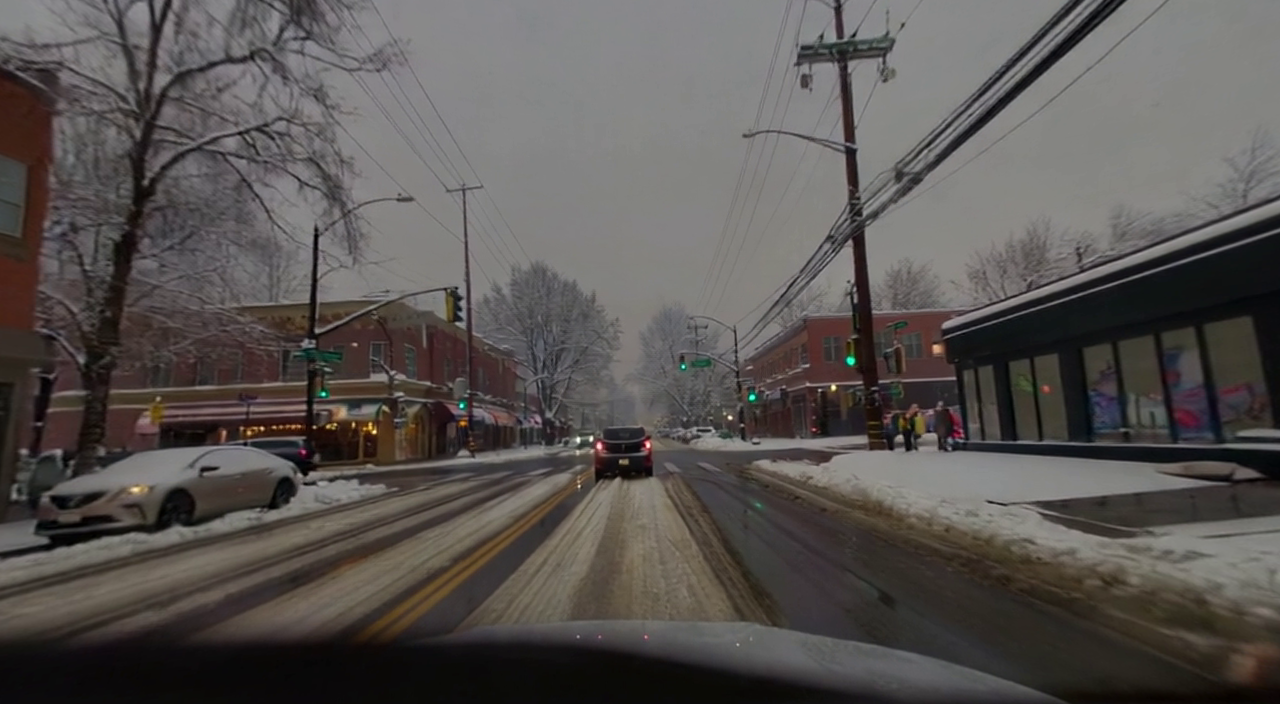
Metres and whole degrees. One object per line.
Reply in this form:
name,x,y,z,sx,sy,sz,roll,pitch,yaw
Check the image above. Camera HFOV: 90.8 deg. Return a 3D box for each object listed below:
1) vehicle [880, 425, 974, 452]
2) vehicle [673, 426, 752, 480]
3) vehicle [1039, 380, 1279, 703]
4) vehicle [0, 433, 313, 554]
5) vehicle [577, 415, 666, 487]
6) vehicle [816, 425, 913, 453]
vehicle,16.298,4.941,36.039,4.428,1.488,1.980,0,-8,1
vehicle,2.294,3.326,21.040,1.998,1.580,4.015,0,-8,-2
vehicle,2.832,0.630,0.501,2.146,1.457,4.439,0,-8,0
vehicle,-9.739,2.806,13.657,2.048,1.985,6.011,1,-8,0
vehicle,-0.528,2.931,18.922,2.301,1.854,4.919,0,-8,-1
vehicle,12.645,4.936,35.757,4.713,1.493,1.875,0,-8,-2
